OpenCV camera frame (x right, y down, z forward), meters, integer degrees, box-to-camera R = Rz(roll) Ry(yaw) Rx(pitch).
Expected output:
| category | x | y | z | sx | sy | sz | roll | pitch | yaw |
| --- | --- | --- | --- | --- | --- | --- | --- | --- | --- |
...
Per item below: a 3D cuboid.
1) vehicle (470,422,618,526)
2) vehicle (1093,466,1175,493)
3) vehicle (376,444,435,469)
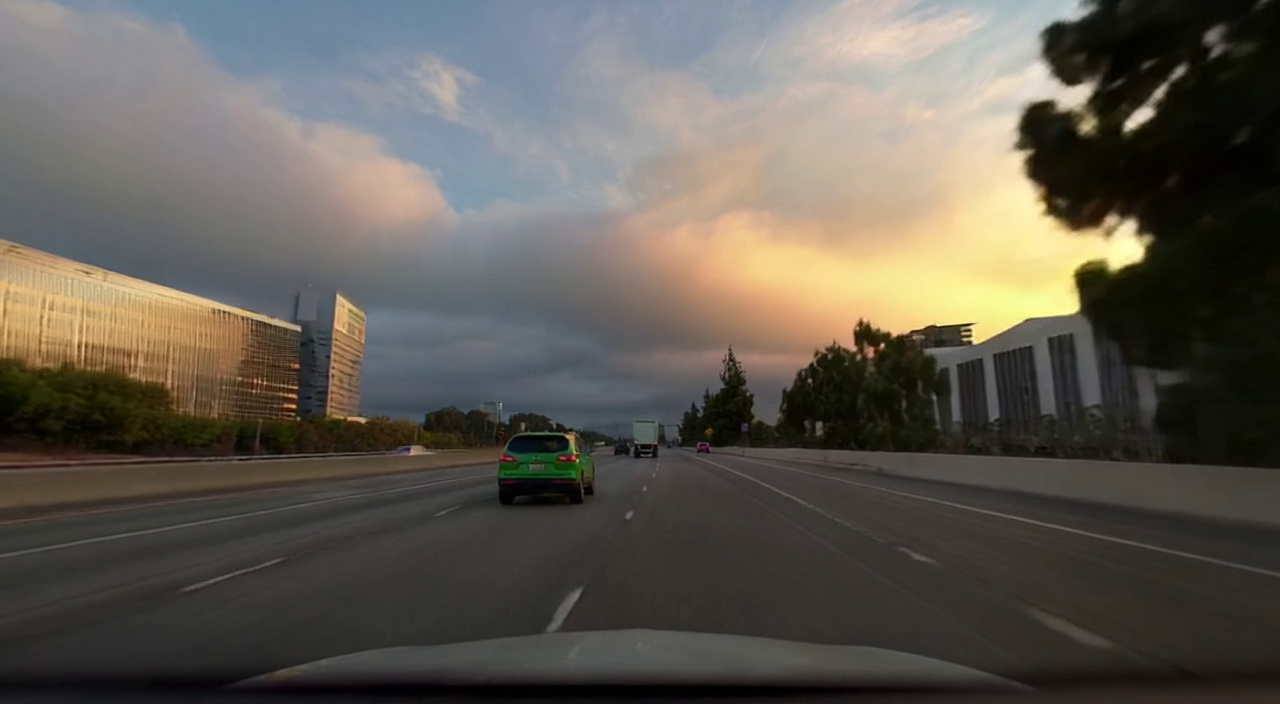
| category | x | y | z | sx | sy | sz | roll | pitch | yaw |
| --- | --- | --- | --- | --- | --- | --- | --- | --- | --- |
| vehicle | -1.722 | 2.416 | 13.000 | 2.111 | 1.742 | 4.315 | 0 | -9 | 4 |
| vehicle | 36.812 | 9.488 | 47.116 | 1.978 | 1.662 | 5.032 | 1 | -9 | -1 |
| vehicle | -15.478 | 6.900 | 41.801 | 1.965 | 1.503 | 4.579 | 0 | -9 | 3 |
